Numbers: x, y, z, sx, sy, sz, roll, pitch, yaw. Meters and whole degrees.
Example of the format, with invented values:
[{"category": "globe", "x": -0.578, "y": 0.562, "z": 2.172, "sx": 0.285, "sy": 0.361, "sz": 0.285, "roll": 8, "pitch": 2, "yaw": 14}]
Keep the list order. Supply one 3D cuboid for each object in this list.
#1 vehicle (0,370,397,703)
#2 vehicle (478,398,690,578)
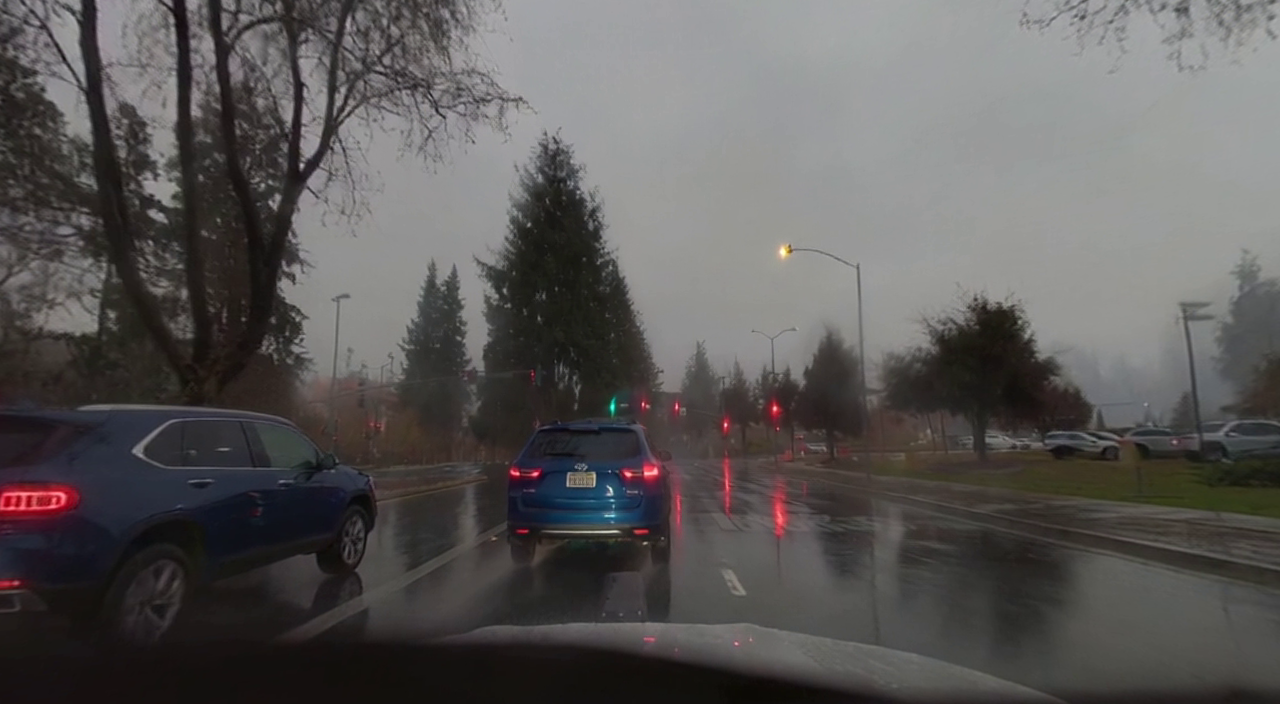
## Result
[{"category": "vehicle", "x": -4.016, "y": 1.250, "z": 5.375, "sx": 2.009, "sy": 1.673, "sz": 4.454, "roll": 0, "pitch": -8, "yaw": 1}, {"category": "vehicle", "x": -0.502, "y": 1.740, "z": 8.953, "sx": 2.131, "sy": 1.793, "sz": 5.016, "roll": 0, "pitch": -8, "yaw": 2}]
